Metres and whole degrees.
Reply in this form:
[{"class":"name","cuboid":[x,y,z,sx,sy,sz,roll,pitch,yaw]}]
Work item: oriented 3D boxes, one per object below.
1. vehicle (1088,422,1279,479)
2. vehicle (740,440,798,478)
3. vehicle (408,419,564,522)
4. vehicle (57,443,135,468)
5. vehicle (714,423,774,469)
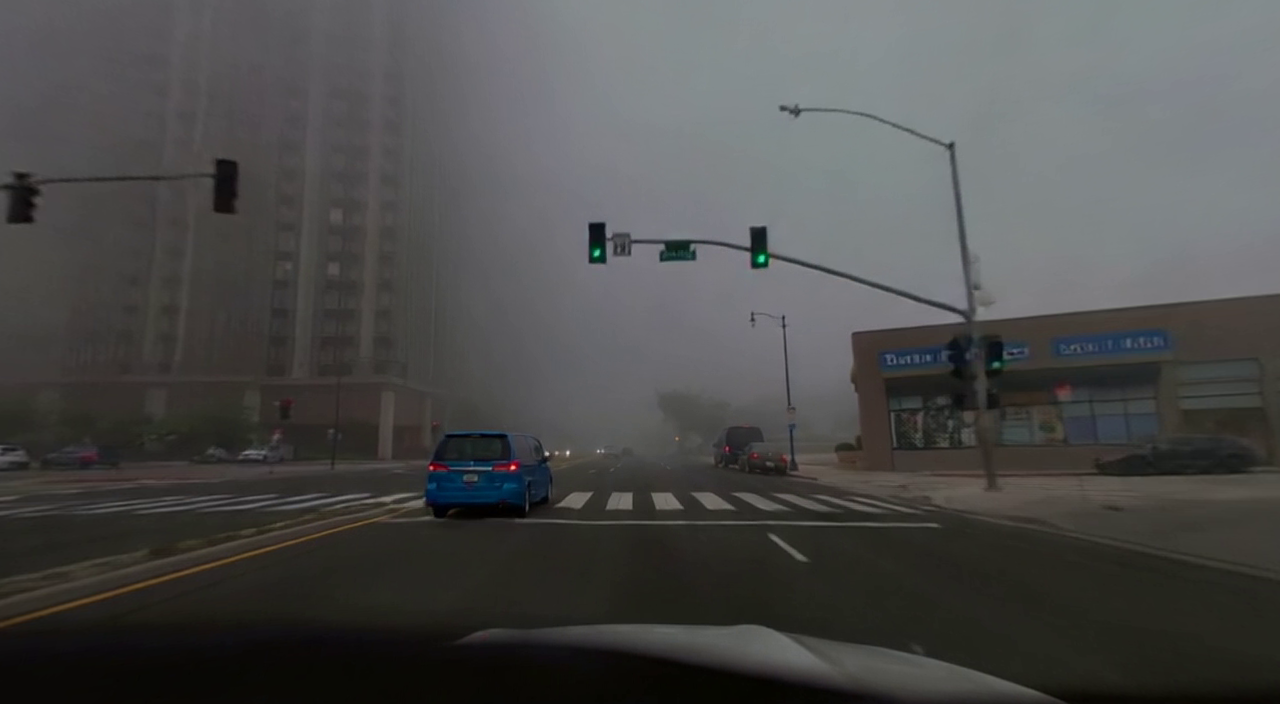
[{"class":"vehicle","cuboid":[20.989,3.773,24.206,5.551,2.016,2.205,-1,-9,7]},{"class":"vehicle","cuboid":[6.435,5.355,31.935,1.942,1.753,4.912,0,-8,0]},{"class":"vehicle","cuboid":[-2.825,2.276,12.553,2.080,1.722,3.766,0,-8,1]},{"class":"vehicle","cuboid":[-38.726,7.338,44.895,1.758,1.693,4.003,-1,-8,5]},{"class":"vehicle","cuboid":[6.247,5.810,38.834,2.642,2.582,6.157,0,-8,0]}]
